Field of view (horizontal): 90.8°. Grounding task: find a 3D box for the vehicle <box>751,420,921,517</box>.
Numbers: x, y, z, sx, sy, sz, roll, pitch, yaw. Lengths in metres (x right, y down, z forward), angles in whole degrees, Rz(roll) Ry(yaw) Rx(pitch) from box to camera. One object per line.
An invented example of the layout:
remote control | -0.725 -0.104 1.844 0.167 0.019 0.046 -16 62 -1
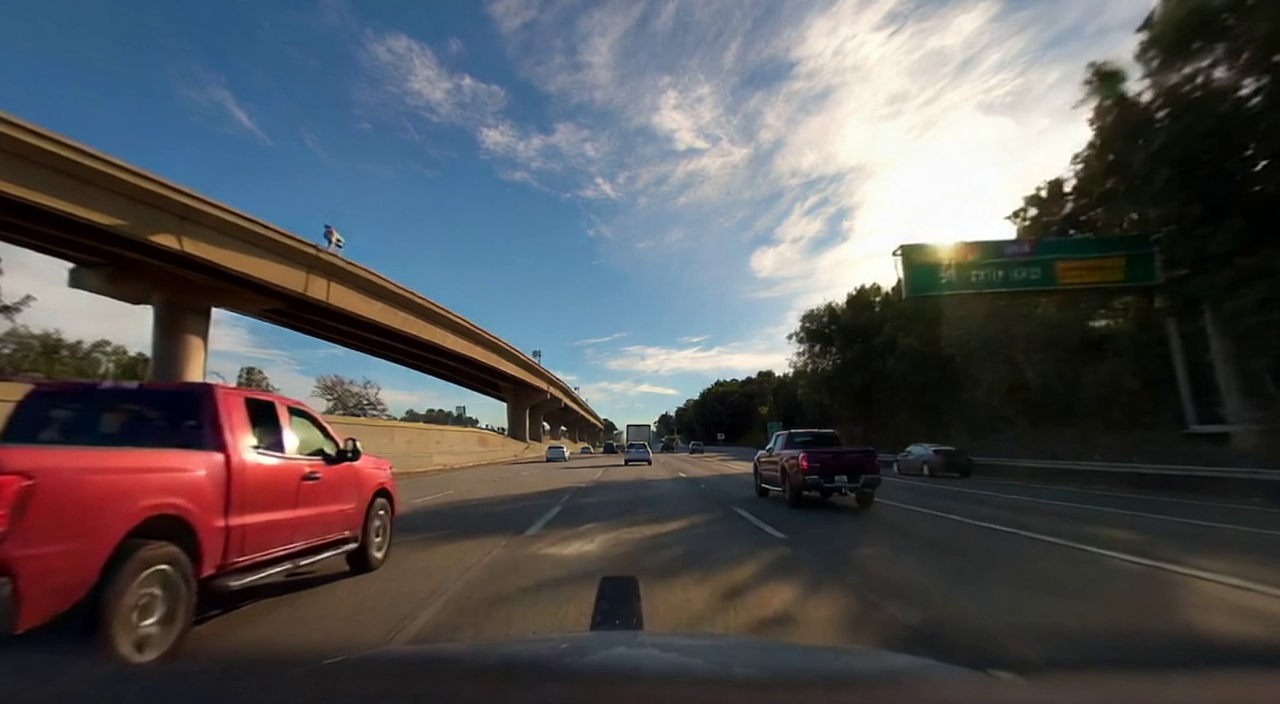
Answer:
vehicle | 3.759 2.319 13.002 2.119 1.653 4.000 0 -9 -1

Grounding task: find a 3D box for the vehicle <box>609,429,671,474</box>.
vehicle | 0.004 4.581 29.145 2.572 1.837 5.693 0 -9 0

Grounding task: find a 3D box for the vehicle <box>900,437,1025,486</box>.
vehicle | 10.831 3.697 21.640 1.961 1.480 4.331 0 -9 -1

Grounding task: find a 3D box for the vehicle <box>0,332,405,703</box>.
vehicle | -3.657 1.002 3.724 2.535 1.715 5.030 0 -9 1
